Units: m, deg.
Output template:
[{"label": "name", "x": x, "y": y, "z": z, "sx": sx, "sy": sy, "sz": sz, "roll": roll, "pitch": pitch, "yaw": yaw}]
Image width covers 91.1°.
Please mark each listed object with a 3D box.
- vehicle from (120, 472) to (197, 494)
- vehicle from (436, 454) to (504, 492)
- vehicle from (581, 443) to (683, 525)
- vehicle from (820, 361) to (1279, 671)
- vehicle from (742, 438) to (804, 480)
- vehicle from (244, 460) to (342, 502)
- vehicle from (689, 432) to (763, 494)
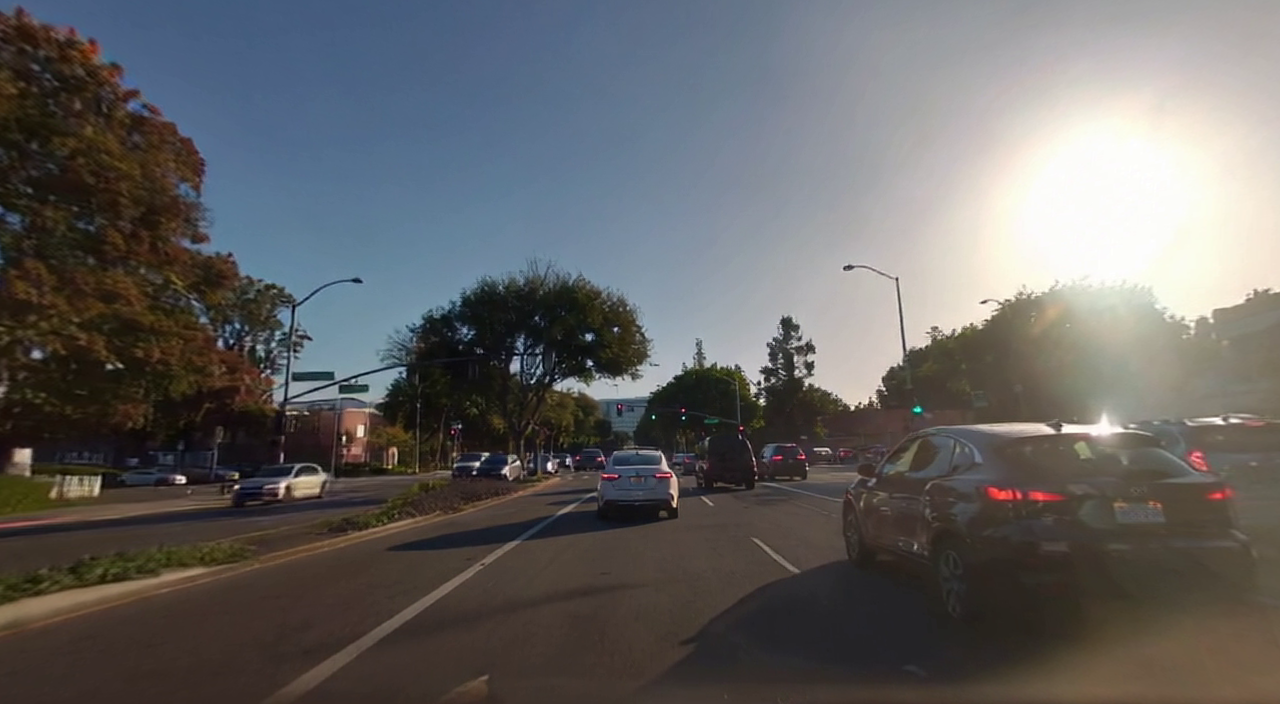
[{"label": "vehicle", "x": -36.142, "y": 9.849, "z": 47.190, "sx": 4.151, "sy": 1.469, "sz": 1.940, "roll": 0, "pitch": -9, "yaw": 2}, {"label": "vehicle", "x": -8.685, "y": 6.199, "z": 32.498, "sx": 2.133, "sy": 1.771, "sz": 4.611, "roll": 0, "pitch": -9, "yaw": 1}, {"label": "vehicle", "x": -0.127, "y": 3.036, "z": 15.048, "sx": 2.111, "sy": 1.676, "sz": 4.018, "roll": 0, "pitch": -9, "yaw": 1}, {"label": "vehicle", "x": 3.427, "y": 1.359, "z": 6.271, "sx": 1.982, "sy": 1.960, "sz": 4.427, "roll": 0, "pitch": -9, "yaw": 1}, {"label": "vehicle", "x": 7.775, "y": 6.316, "z": 37.362, "sx": 2.627, "sy": 2.252, "sz": 5.236, "roll": 0, "pitch": -9, "yaw": 1}, {"label": "vehicle", "x": -15.828, "y": 5.859, "z": 28.970, "sx": 1.968, "sy": 1.675, "sz": 4.382, "roll": 0, "pitch": -9, "yaw": 1}, {"label": "vehicle", "x": 3.719, "y": 4.917, "z": 28.360, "sx": 2.516, "sy": 2.481, "sz": 5.766, "roll": 0, "pitch": -9, "yaw": 0}]
